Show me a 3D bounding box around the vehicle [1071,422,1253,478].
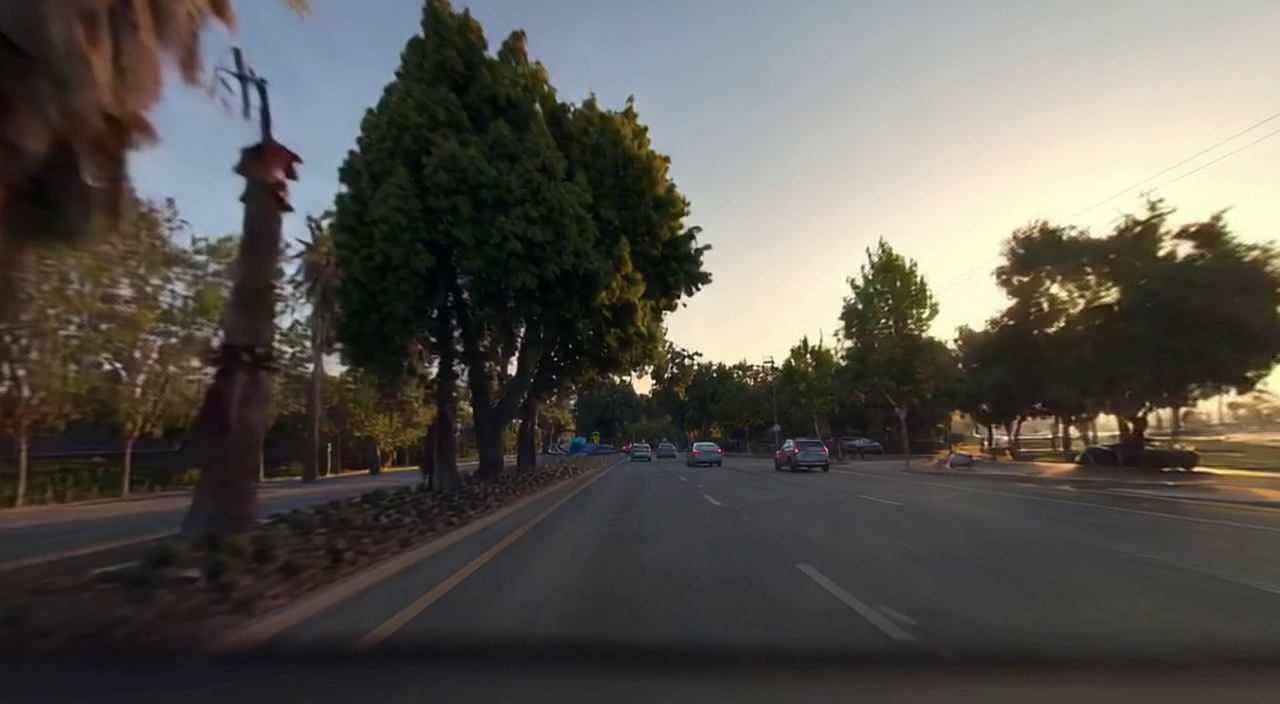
[{"bbox_3d":[21.088,4.012,26.022,2.304,2.044,5.894,0,-8,-2],"label":"vehicle"}]

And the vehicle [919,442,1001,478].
[{"bbox_3d":[14.501,4.899,28.849,1.743,1.505,3.682,0,-8,-1],"label":"vehicle"}]

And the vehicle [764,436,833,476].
[{"bbox_3d":[7.087,4.688,28.642,1.916,1.646,4.258,0,-8,-1],"label":"vehicle"}]

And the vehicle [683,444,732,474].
[{"bbox_3d":[3.405,5.482,32.645,1.875,1.452,4.453,0,-8,-2],"label":"vehicle"}]

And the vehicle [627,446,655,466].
[{"bbox_3d":[0.027,7.832,47.803,2.031,1.444,4.361,0,-8,-1],"label":"vehicle"}]

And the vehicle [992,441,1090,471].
[{"bbox_3d":[20.999,5.468,33.379,1.822,1.456,4.860,0,-8,-2],"label":"vehicle"}]
